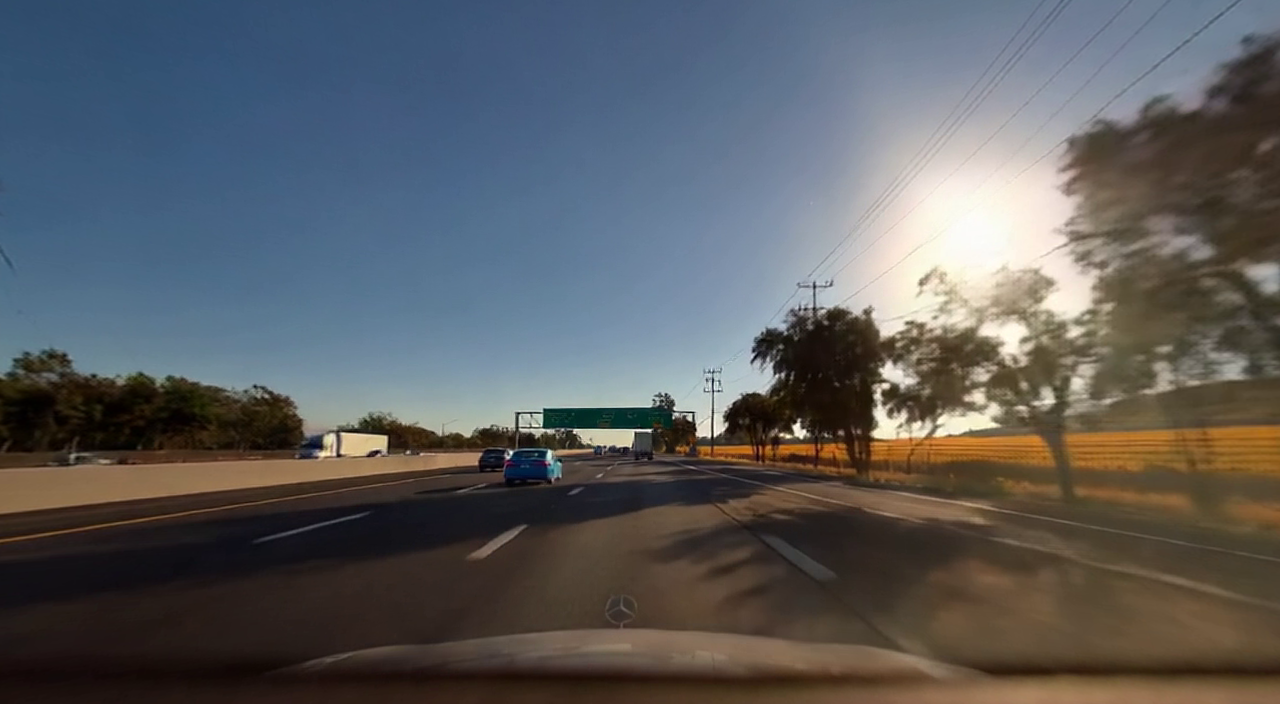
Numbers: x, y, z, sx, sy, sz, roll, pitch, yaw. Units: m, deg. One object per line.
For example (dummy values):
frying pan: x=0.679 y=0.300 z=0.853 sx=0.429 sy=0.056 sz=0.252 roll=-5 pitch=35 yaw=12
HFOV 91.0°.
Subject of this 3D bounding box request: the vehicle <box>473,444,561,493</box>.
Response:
vehicle: x=-4.154 y=4.013 z=22.041 sx=2.104 sy=1.501 sz=4.459 roll=0 pitch=-9 yaw=1
